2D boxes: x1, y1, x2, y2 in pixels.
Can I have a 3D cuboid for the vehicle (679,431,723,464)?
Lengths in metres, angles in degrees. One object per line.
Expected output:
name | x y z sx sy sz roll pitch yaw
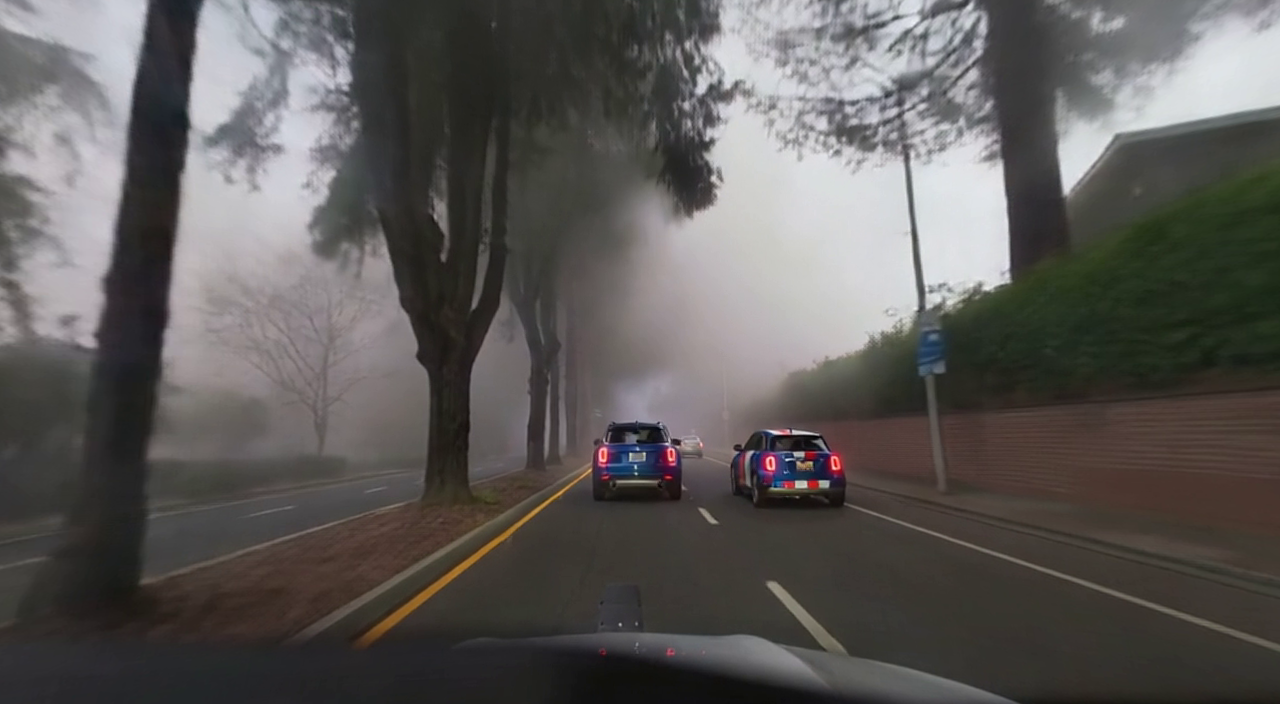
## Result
vehicle | 3.136 5.016 33.049 1.863 1.610 3.726 0 -8 -1

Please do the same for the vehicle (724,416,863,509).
vehicle | 3.120 2.347 13.750 1.840 1.709 4.202 0 -8 -2

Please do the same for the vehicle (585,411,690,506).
vehicle | -0.091 2.248 13.532 1.984 1.777 3.148 0 -8 -2
